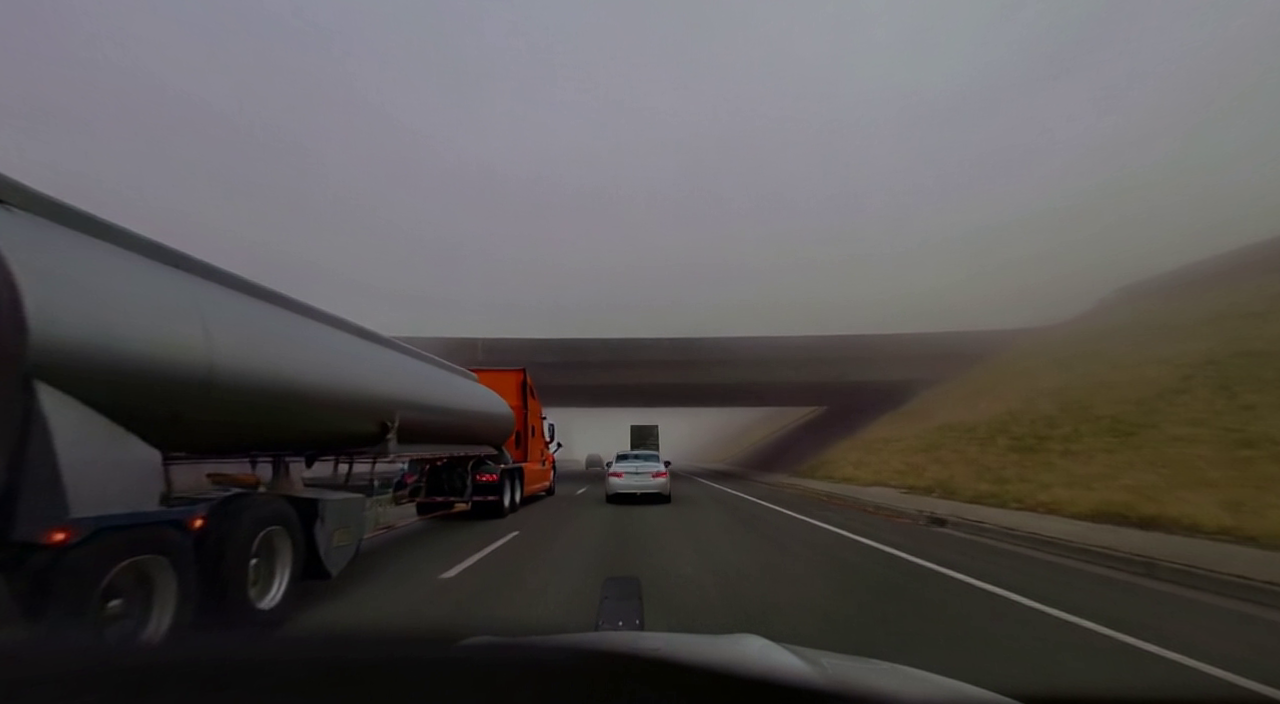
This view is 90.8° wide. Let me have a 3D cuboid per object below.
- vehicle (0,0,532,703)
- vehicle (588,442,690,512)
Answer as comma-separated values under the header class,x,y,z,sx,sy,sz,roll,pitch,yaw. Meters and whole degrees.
class,x,y,z,sx,sy,sz,roll,pitch,yaw
vehicle,-4.159,0.874,8.226,2.896,3.563,14.643,0,-9,0
vehicle,-0.009,3.040,15.879,2.215,1.481,4.246,0,-9,0
